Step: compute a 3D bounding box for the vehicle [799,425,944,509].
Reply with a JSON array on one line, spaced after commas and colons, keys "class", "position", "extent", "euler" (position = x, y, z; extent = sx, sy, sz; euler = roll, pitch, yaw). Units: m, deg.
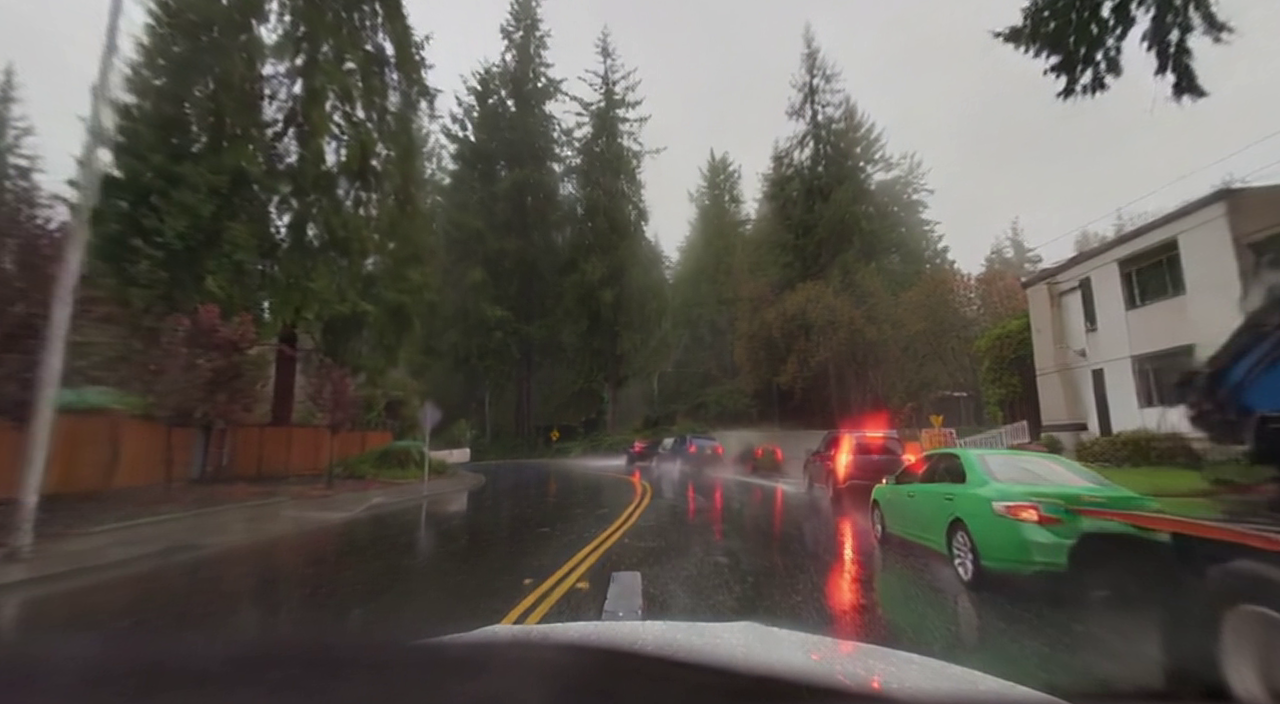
[{"class": "vehicle", "position": [5.528, 2.802, 15.807], "extent": [1.922, 1.785, 4.513], "euler": [0, -9, 0]}]

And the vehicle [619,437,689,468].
[{"class": "vehicle", "position": [0.781, 6.664, 42.172], "extent": [2.511, 1.904, 6.143], "euler": [3, -9, -21]}]

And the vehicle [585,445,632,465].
[{"class": "vehicle", "position": [-2.511, 8.003, 49.328], "extent": [1.789, 1.504, 4.435], "euler": [5, -10, -29]}]

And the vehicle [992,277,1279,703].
[{"class": "vehicle", "position": [3.769, 0.494, 0.784], "extent": [2.874, 2.021, 7.293], "euler": [0, -9, 4]}]

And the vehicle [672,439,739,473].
[{"class": "vehicle", "position": [3.474, 5.645, 34.425], "extent": [1.967, 1.698, 4.649], "euler": [3, -9, -17]}]
